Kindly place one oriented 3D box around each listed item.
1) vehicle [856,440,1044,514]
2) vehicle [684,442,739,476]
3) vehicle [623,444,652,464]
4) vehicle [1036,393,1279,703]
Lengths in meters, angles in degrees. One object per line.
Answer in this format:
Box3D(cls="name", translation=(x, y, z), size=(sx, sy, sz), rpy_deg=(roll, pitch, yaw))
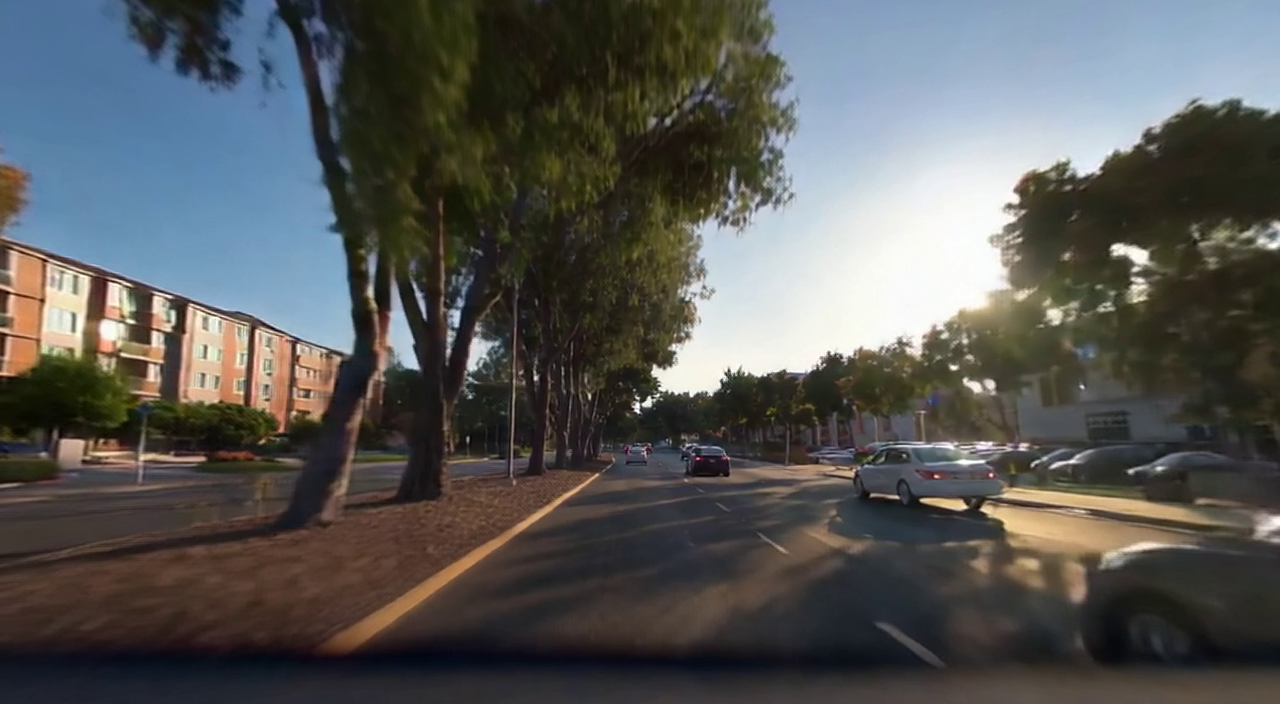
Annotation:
Box3D(cls="vehicle", translation=(7.207, 2.933, 15.410), size=(2.098, 1.507, 4.655), rpy_deg=(0, -9, -2))
Box3D(cls="vehicle", translation=(3.388, 5.164, 30.780), size=(1.953, 1.514, 4.672), rpy_deg=(0, -9, -2))
Box3D(cls="vehicle", translation=(-0.246, 7.739, 48.129), size=(2.095, 1.456, 3.873), rpy_deg=(0, -9, -1))
Box3D(cls="vehicle", translation=(3.389, 0.801, 1.648), size=(2.034, 1.496, 4.040), rpy_deg=(0, -9, -1))
